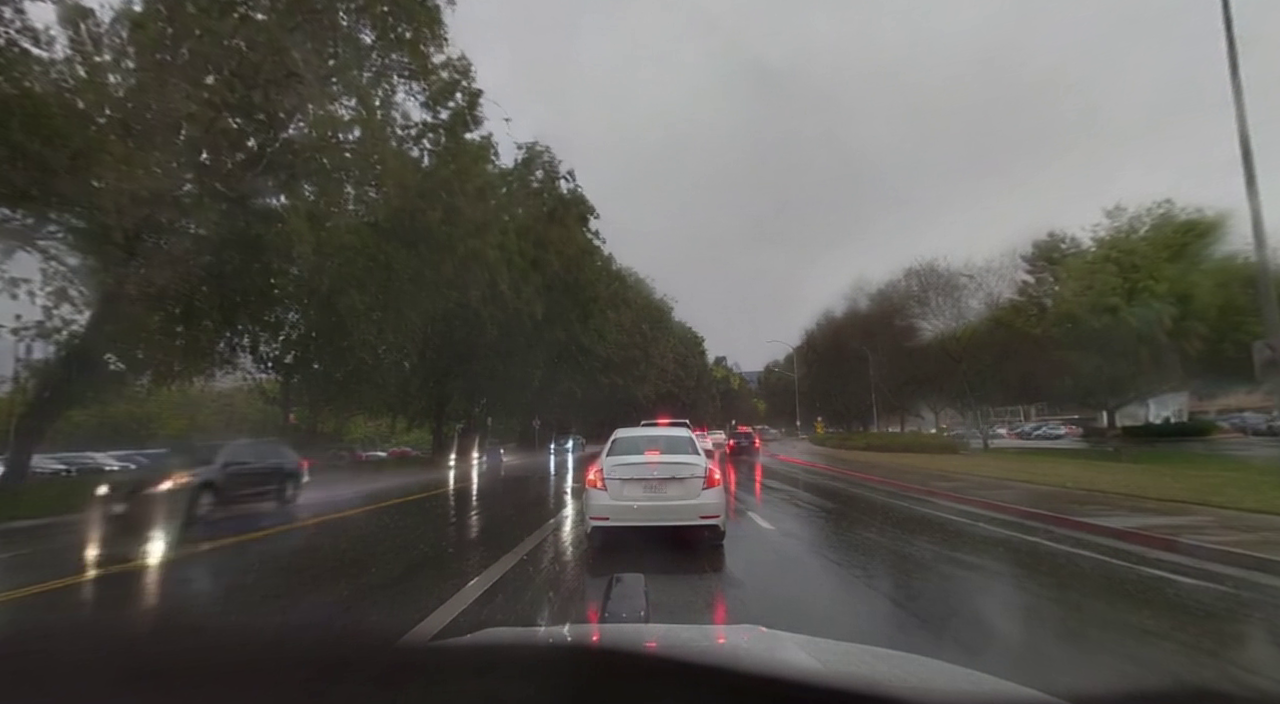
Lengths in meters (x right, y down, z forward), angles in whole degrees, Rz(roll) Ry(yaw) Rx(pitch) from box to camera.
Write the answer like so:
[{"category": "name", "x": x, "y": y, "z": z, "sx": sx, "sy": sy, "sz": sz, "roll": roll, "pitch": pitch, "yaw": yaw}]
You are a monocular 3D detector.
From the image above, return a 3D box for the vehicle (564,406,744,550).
[{"category": "vehicle", "x": 0.176, "y": 1.818, "z": 9.726, "sx": 2.154, "sy": 1.710, "sz": 4.128, "roll": -1, "pitch": -8, "yaw": 0}]

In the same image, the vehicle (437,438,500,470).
[{"category": "vehicle", "x": -9.791, "y": 5.854, "z": 36.409, "sx": 2.005, "sy": 1.701, "sz": 4.355, "roll": -1, "pitch": -8, "yaw": 6}]

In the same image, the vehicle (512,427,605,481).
[{"category": "vehicle", "x": -2.868, "y": 3.771, "z": 23.568, "sx": 2.057, "sy": 1.786, "sz": 4.725, "roll": -2, "pitch": -8, "yaw": 11}]

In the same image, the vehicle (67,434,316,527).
[{"category": "vehicle", "x": -10.030, "y": 2.869, "z": 14.796, "sx": 2.039, "sy": 1.769, "sz": 4.911, "roll": -1, "pitch": -8, "yaw": 3}]
